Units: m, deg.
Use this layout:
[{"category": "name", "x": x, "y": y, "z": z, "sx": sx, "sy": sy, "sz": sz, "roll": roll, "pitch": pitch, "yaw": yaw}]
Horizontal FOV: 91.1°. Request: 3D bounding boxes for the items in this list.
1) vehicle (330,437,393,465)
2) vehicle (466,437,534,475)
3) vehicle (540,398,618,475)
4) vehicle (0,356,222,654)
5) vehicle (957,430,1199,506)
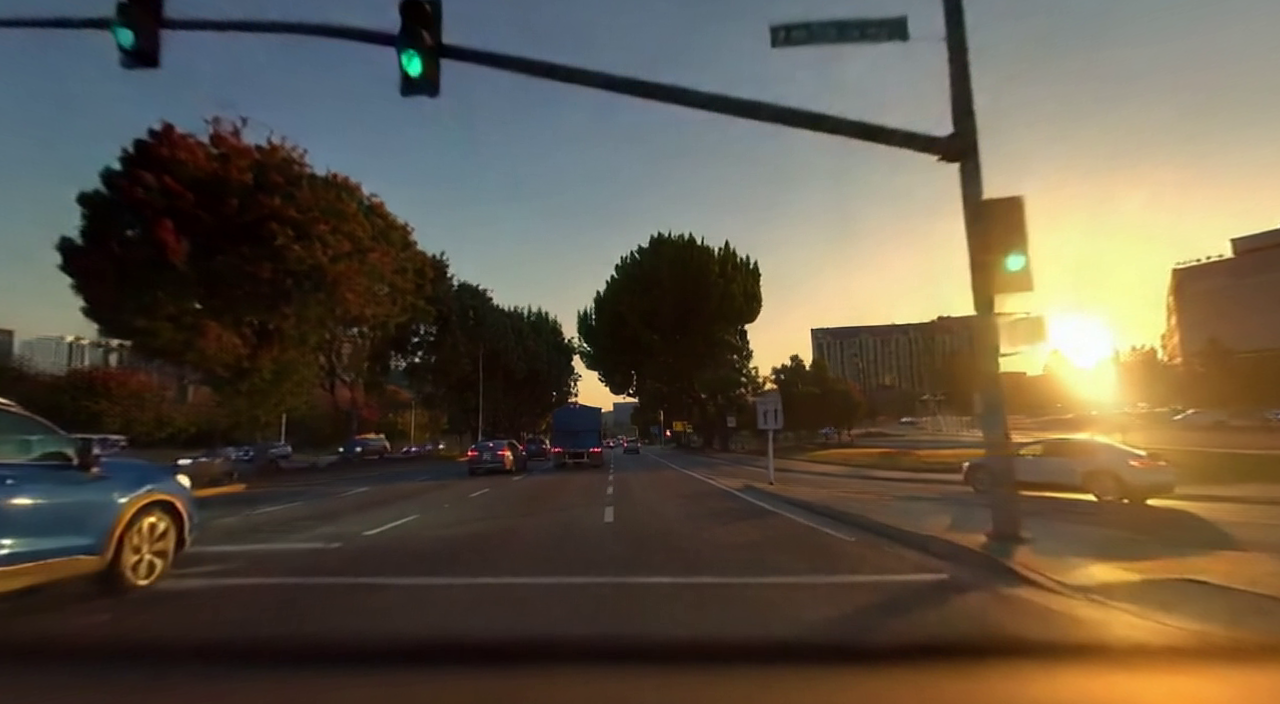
[{"category": "vehicle", "x": -16.369, "y": 5.845, "z": 37.145, "sx": 2.026, "sy": 1.523, "sz": 4.584, "roll": 1, "pitch": -9, "yaw": -6}, {"category": "vehicle", "x": -5.825, "y": 4.385, "z": 26.610, "sx": 2.023, "sy": 1.483, "sz": 4.143, "roll": 0, "pitch": -9, "yaw": -1}, {"category": "vehicle", "x": -2.565, "y": 3.882, "z": 28.555, "sx": 2.993, "sy": 3.051, "sz": 6.692, "roll": 0, "pitch": -9, "yaw": -1}, {"category": "vehicle", "x": -5.043, "y": 0.884, "z": 3.453, "sx": 2.178, "sy": 1.826, "sz": 4.933, "roll": 0, "pitch": -9, "yaw": -2}, {"category": "vehicle", "x": 11.316, "y": 2.969, "z": 16.556, "sx": 2.140, "sy": 1.685, "sz": 4.720, "roll": 7, "pitch": -11, "yaw": -39}]
